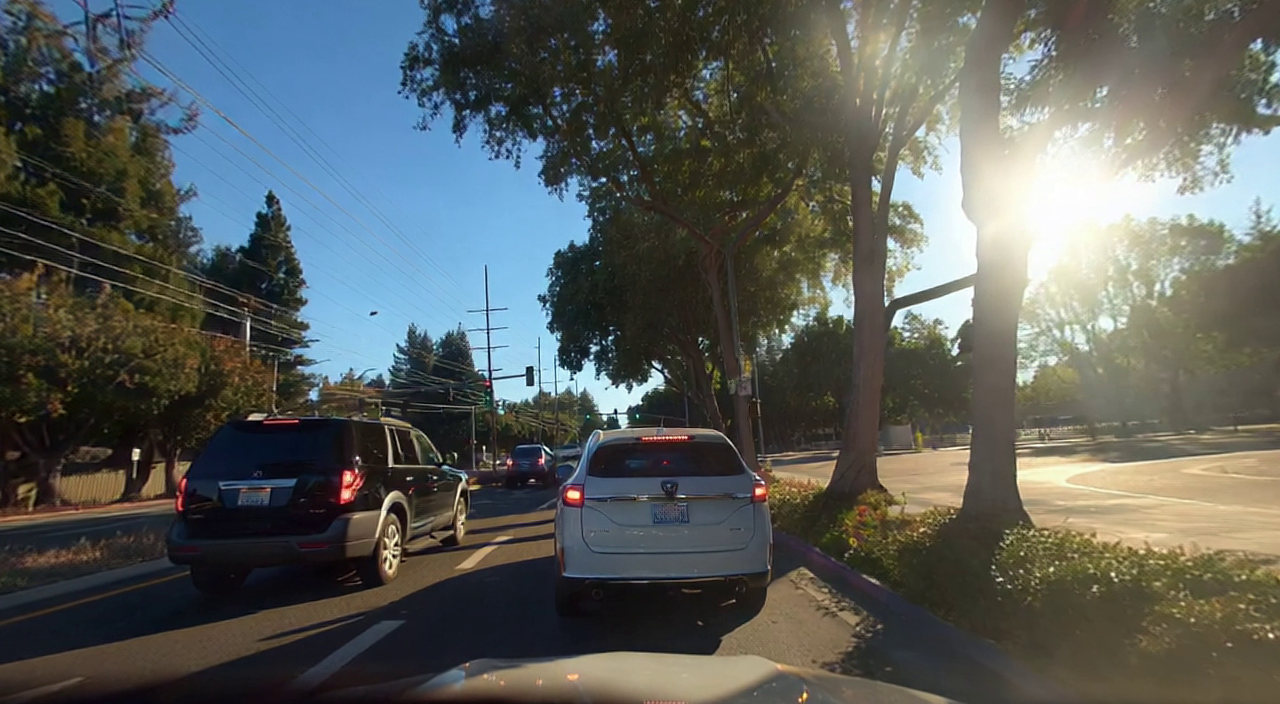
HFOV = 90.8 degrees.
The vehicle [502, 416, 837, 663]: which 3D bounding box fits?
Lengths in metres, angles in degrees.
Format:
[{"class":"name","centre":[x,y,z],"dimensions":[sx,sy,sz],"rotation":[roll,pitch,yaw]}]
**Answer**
[{"class":"vehicle","centre":[0.118,1.450,5.953],"dimensions":[2.056,1.487,4.003],"rotation":[0,-9,-2]}]

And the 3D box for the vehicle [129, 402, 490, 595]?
[{"class":"vehicle","centre":[-3.470,1.631,7.865],"dimensions":[2.105,1.706,4.337],"rotation":[0,-9,0]}]

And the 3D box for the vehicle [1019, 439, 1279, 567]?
[{"class":"vehicle","centre":[8.392,2.158,9.925],"dimensions":[1.993,1.508,4.521],"rotation":[0,-9,-1]}]
